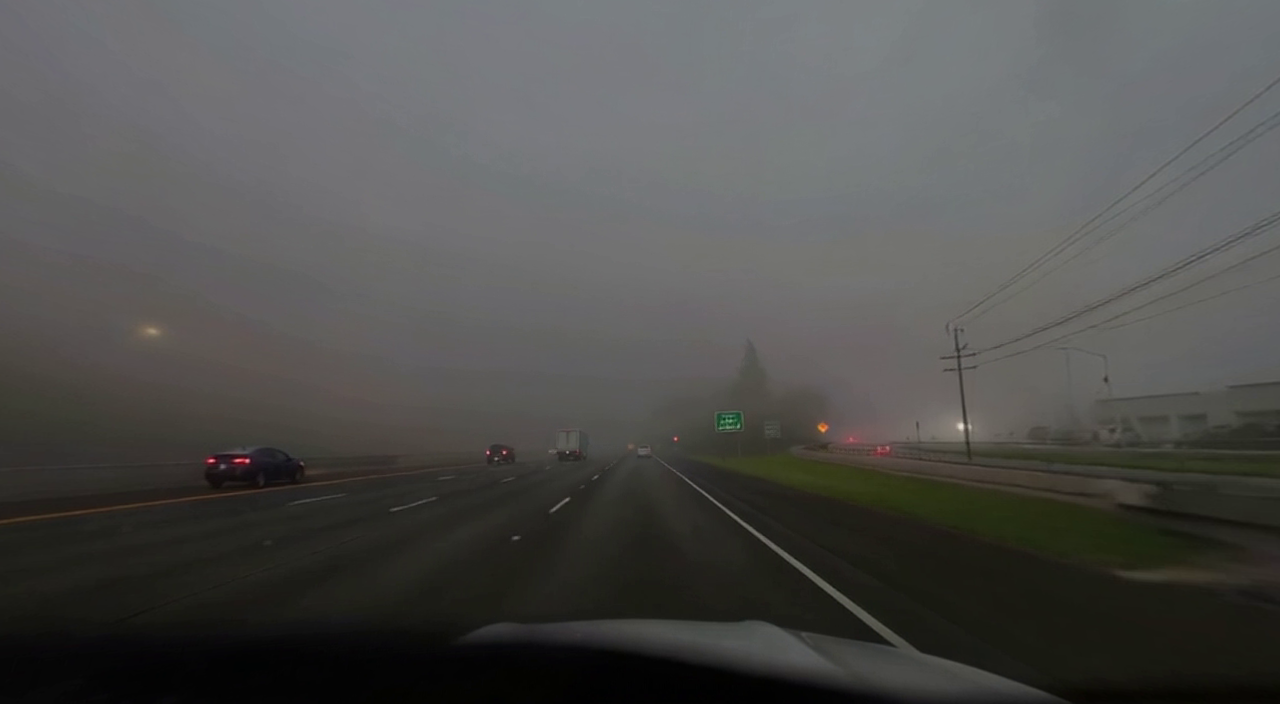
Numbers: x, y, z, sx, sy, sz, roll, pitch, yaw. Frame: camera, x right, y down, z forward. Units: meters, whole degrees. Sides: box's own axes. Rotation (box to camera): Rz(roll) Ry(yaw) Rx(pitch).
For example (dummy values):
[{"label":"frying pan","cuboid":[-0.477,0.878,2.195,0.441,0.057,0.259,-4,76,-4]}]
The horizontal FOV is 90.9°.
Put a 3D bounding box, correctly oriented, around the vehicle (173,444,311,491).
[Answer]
[{"label":"vehicle","cuboid":[-13.901,4.029,22.419,1.988,1.477,4.442,0,-8,0]}]
